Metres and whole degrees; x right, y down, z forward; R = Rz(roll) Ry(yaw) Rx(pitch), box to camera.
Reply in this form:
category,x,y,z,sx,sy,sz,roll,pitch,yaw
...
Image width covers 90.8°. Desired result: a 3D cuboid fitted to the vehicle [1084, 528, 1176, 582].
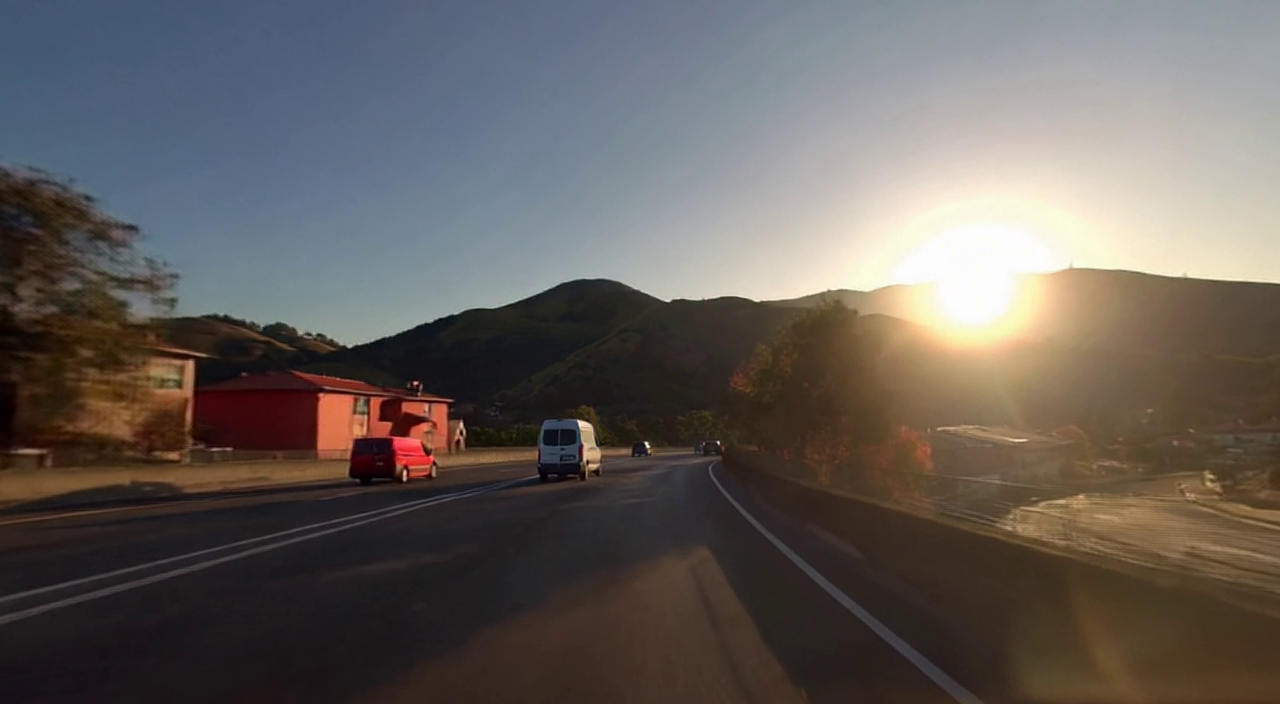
category,x,y,z,sx,sy,sz,roll,pitch,yaw
vehicle,22.783,9.401,29.571,1.887,1.776,4.198,-1,-11,17

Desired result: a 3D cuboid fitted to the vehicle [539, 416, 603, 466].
category,x,y,z,sx,sy,sz,roll,pitch,yaw
vehicle,-3.943,5.270,37.520,2.314,2.703,6.441,-1,-8,7

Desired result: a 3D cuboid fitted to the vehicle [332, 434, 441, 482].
category,x,y,z,sx,sy,sz,roll,pitch,yaw
vehicle,-8.911,3.744,22.699,1.821,1.524,4.342,-1,-8,5
